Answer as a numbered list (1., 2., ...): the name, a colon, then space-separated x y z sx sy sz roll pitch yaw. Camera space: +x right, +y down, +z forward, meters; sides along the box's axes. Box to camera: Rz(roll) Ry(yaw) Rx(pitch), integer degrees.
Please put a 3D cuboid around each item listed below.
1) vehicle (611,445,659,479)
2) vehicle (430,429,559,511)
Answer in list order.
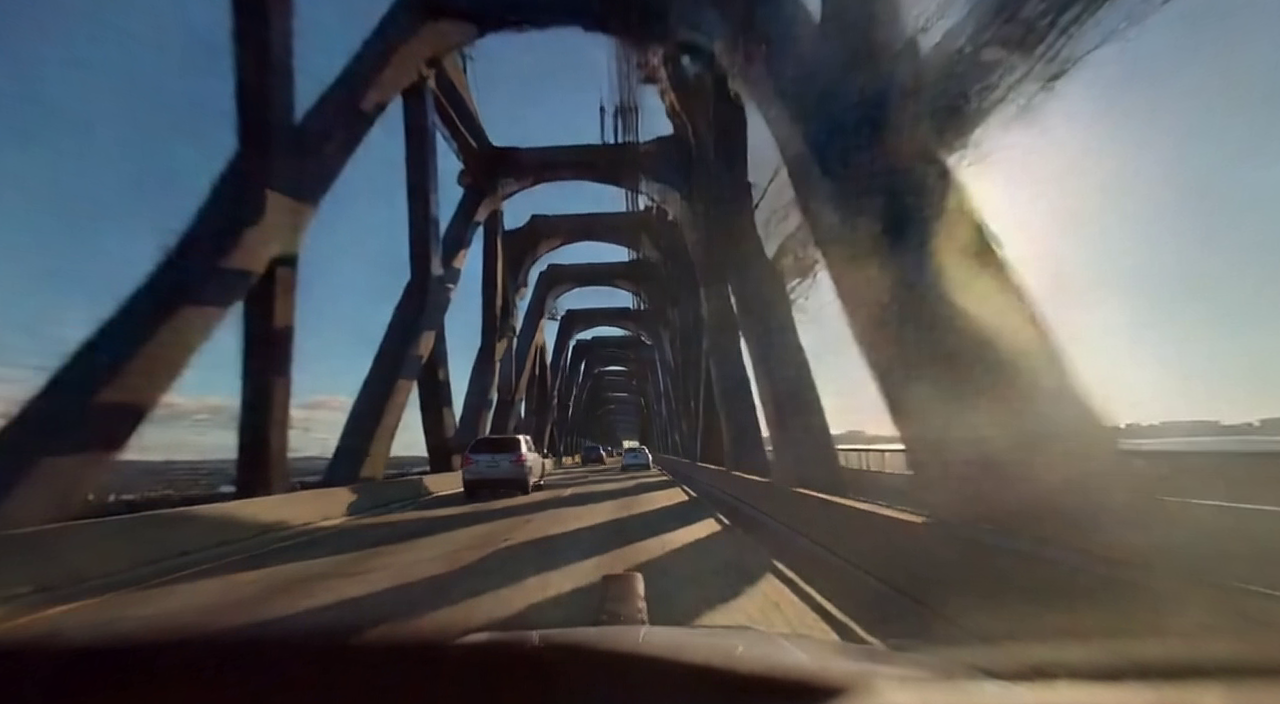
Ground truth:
1. vehicle: -0.254 5.060 29.248 2.048 1.450 3.973 -1 -9 -1
2. vehicle: -3.584 3.019 16.607 2.190 1.807 4.741 -1 -9 1
